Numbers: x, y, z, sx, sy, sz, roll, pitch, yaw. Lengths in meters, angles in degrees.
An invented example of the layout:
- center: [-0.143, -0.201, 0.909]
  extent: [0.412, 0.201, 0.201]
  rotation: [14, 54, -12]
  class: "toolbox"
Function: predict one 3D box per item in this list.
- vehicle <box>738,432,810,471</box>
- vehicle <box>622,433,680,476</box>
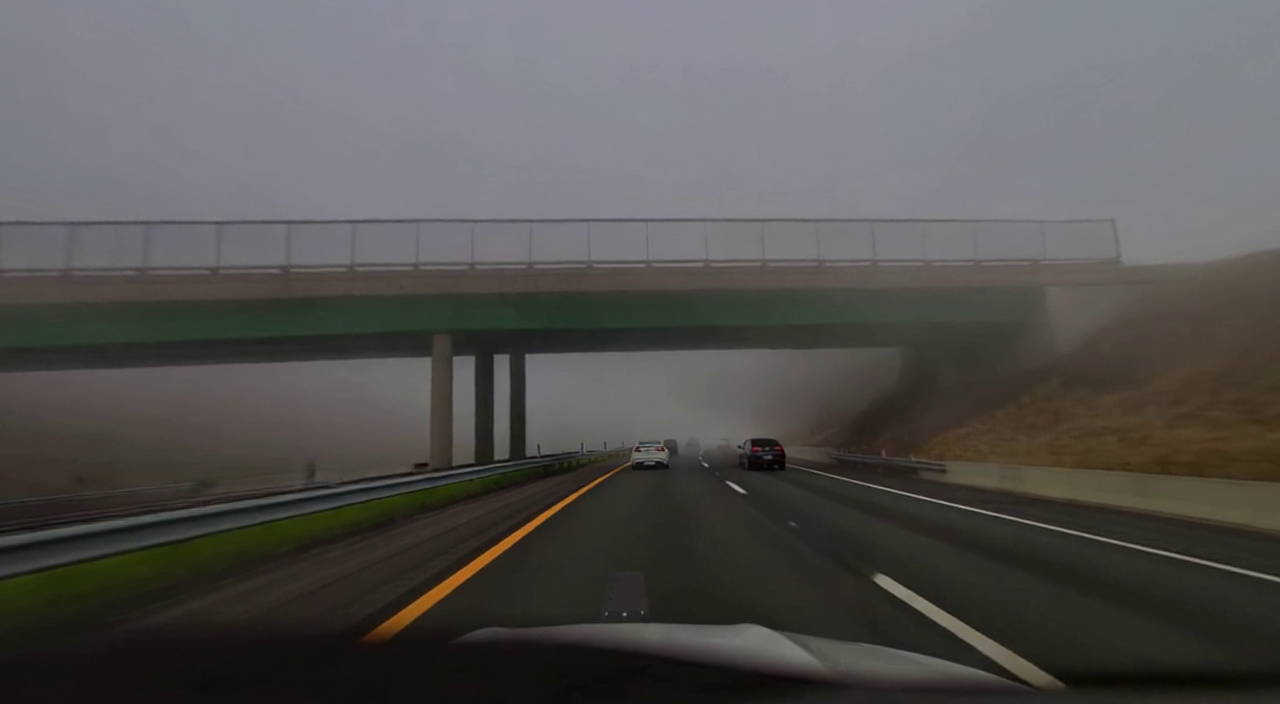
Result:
- center: [5.496, 4.150, 26.488]
  extent: [2.163, 1.489, 4.470]
  rotation: [0, -8, 2]
  class: "vehicle"
- center: [0.479, 3.815, 23.695]
  extent: [1.993, 1.461, 3.812]
  rotation: [-1, -8, 3]
  class: "vehicle"
